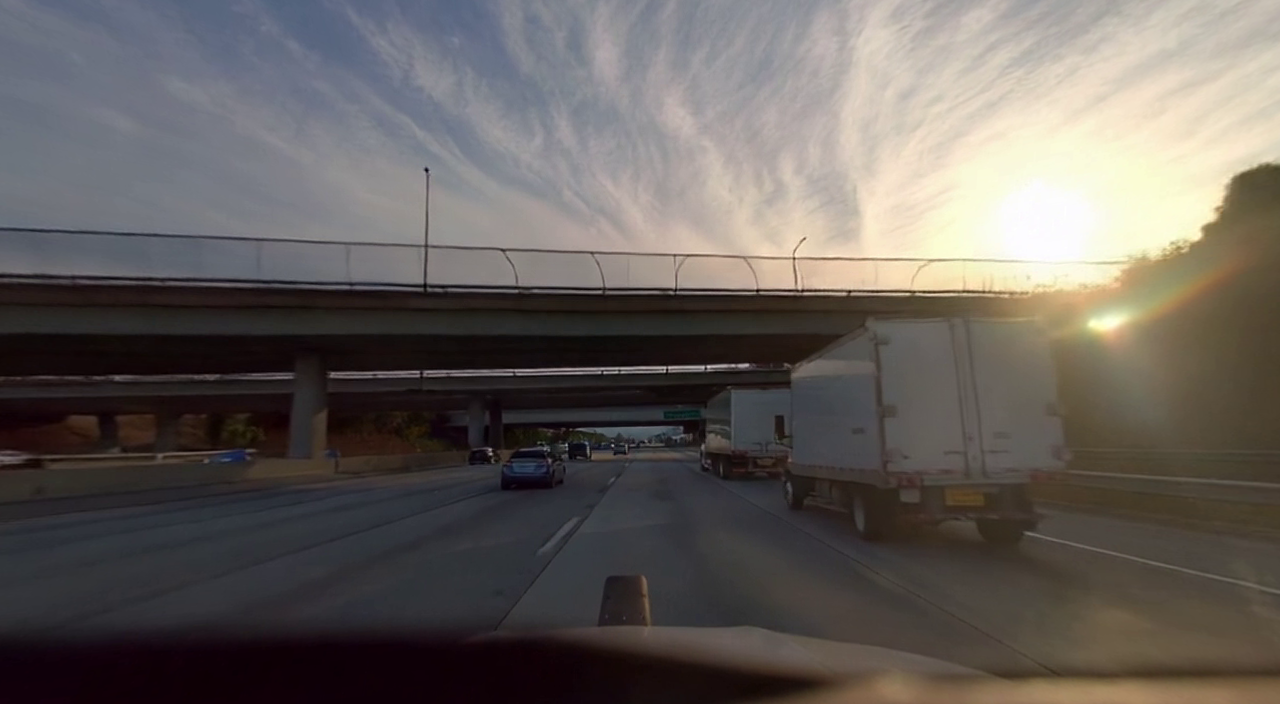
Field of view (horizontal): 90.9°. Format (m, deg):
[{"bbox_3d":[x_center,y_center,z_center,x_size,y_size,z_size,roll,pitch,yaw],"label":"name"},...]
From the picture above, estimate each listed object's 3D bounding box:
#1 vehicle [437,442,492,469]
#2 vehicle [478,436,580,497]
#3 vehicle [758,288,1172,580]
[{"bbox_3d":[-10.226,6.024,37.078,1.899,1.465,4.589,0,-8,1],"label":"vehicle"},{"bbox_3d":[-2.909,3.103,17.543,1.981,1.473,4.317,0,-8,1],"label":"vehicle"},{"bbox_3d":[4.032,1.328,10.185,2.732,3.052,7.118,0,-8,-1],"label":"vehicle"}]
